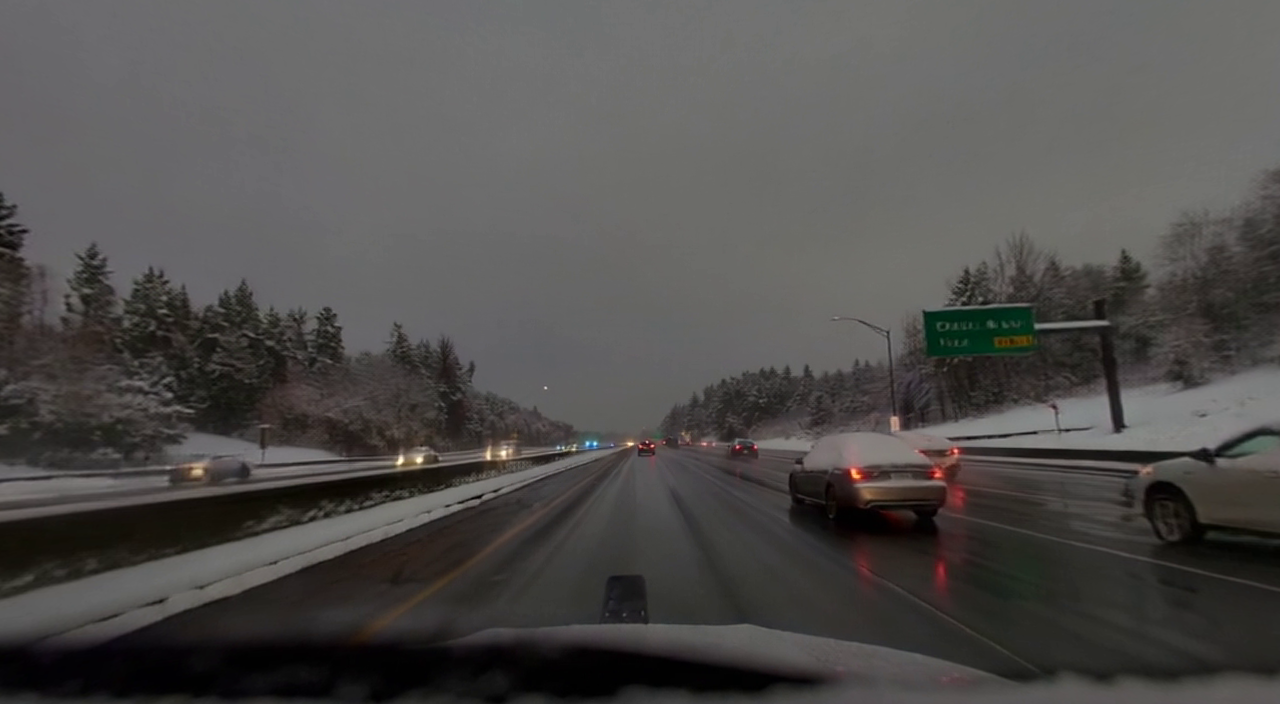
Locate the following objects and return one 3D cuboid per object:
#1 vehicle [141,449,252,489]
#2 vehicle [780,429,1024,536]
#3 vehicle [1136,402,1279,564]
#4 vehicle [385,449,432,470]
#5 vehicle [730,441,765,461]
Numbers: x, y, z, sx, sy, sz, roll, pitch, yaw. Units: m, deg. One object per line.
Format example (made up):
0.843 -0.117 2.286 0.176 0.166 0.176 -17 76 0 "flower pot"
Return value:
-21.565 5.671 30.945 2.117 1.716 4.533 0 -8 0 "vehicle"
4.245 2.205 11.426 2.223 1.483 5.075 0 -8 0 "vehicle"
7.725 1.319 6.210 1.966 1.686 4.532 0 -8 0 "vehicle"
-17.555 8.173 48.098 1.882 1.477 4.563 0 -8 0 "vehicle"
8.186 7.558 48.375 1.919 1.476 4.303 0 -8 -1 "vehicle"
